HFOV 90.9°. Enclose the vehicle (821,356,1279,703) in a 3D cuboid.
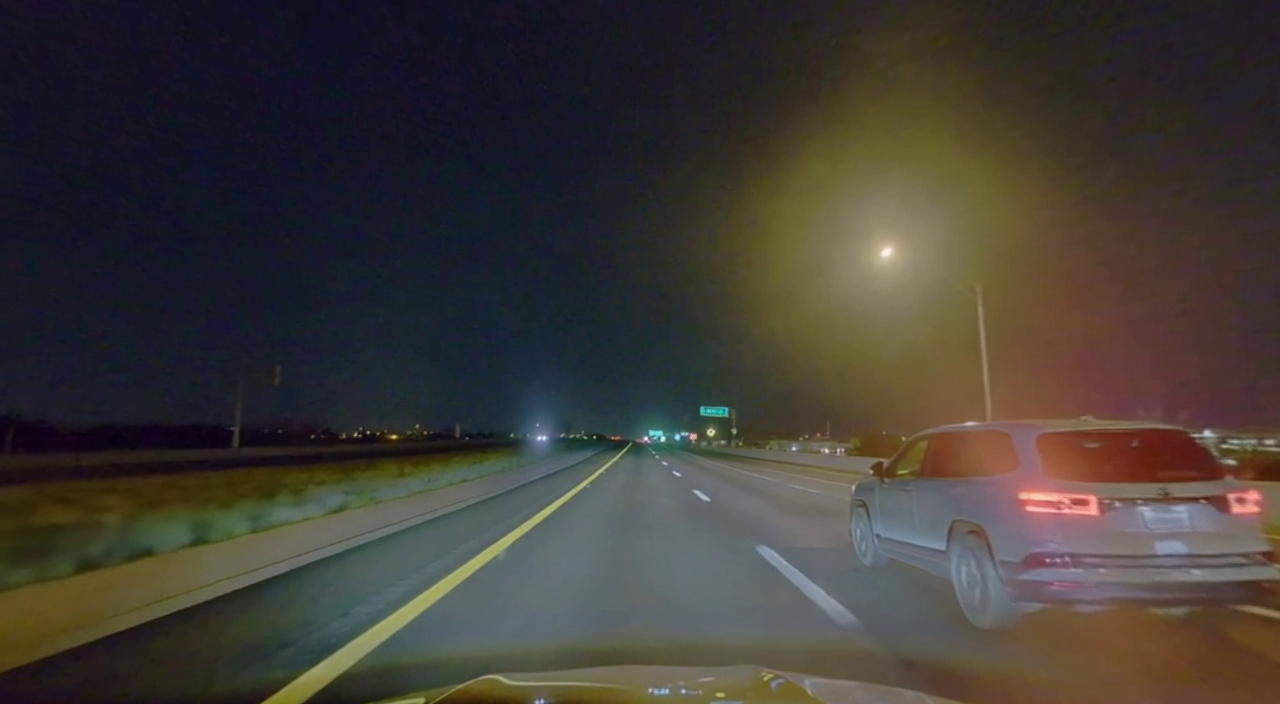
[{"bbox_3d":[3.134,1.176,5.197,2.059,1.715,4.192,0,-8,1],"label":"vehicle"}]
